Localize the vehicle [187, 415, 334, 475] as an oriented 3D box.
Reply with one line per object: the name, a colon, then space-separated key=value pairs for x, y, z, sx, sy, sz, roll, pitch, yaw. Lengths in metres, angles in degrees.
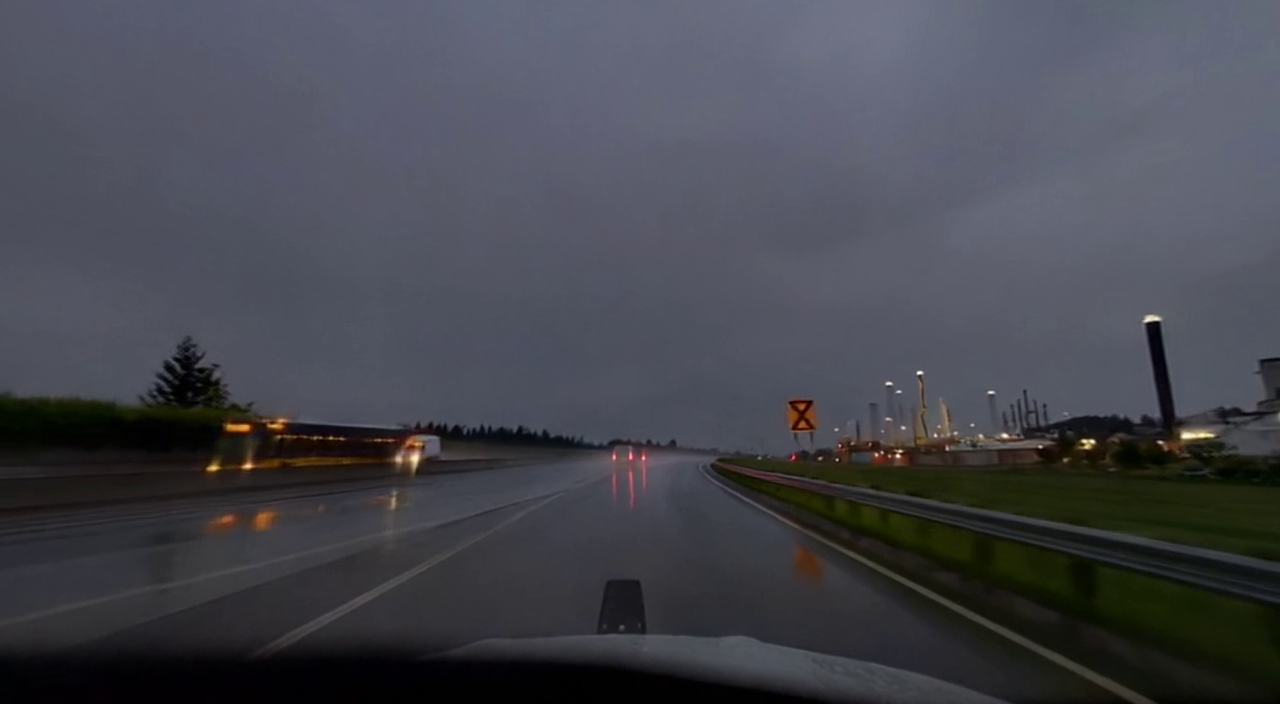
vehicle: x=-27.256 y=6.882 z=46.291 sx=2.902 sy=3.853 sz=10.705 roll=-2 pitch=-9 yaw=8
